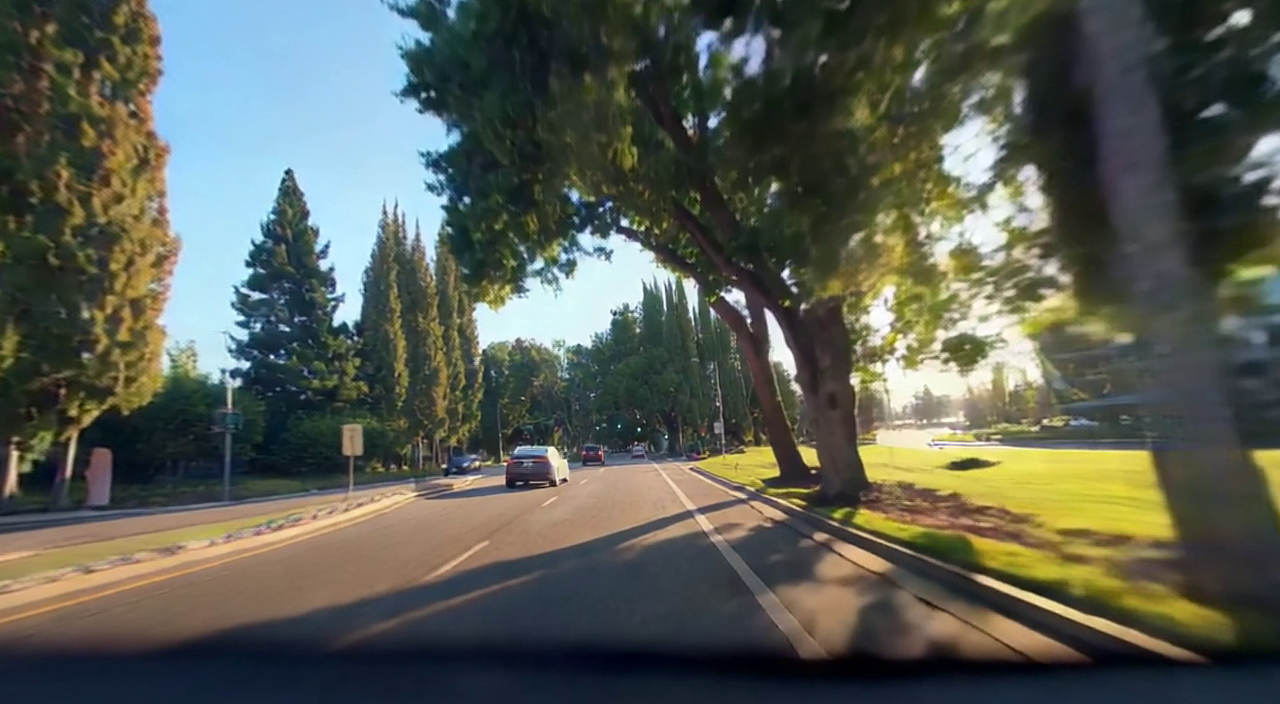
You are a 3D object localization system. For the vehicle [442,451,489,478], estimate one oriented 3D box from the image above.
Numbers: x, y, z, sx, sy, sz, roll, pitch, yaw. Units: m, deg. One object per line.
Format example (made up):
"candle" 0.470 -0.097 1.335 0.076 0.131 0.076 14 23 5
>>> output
"vehicle" -11.917 7.684 43.393 1.988 1.660 4.317 0 -8 0

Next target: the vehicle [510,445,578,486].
"vehicle" -3.592 4.297 24.331 1.932 1.431 4.144 0 -8 1
